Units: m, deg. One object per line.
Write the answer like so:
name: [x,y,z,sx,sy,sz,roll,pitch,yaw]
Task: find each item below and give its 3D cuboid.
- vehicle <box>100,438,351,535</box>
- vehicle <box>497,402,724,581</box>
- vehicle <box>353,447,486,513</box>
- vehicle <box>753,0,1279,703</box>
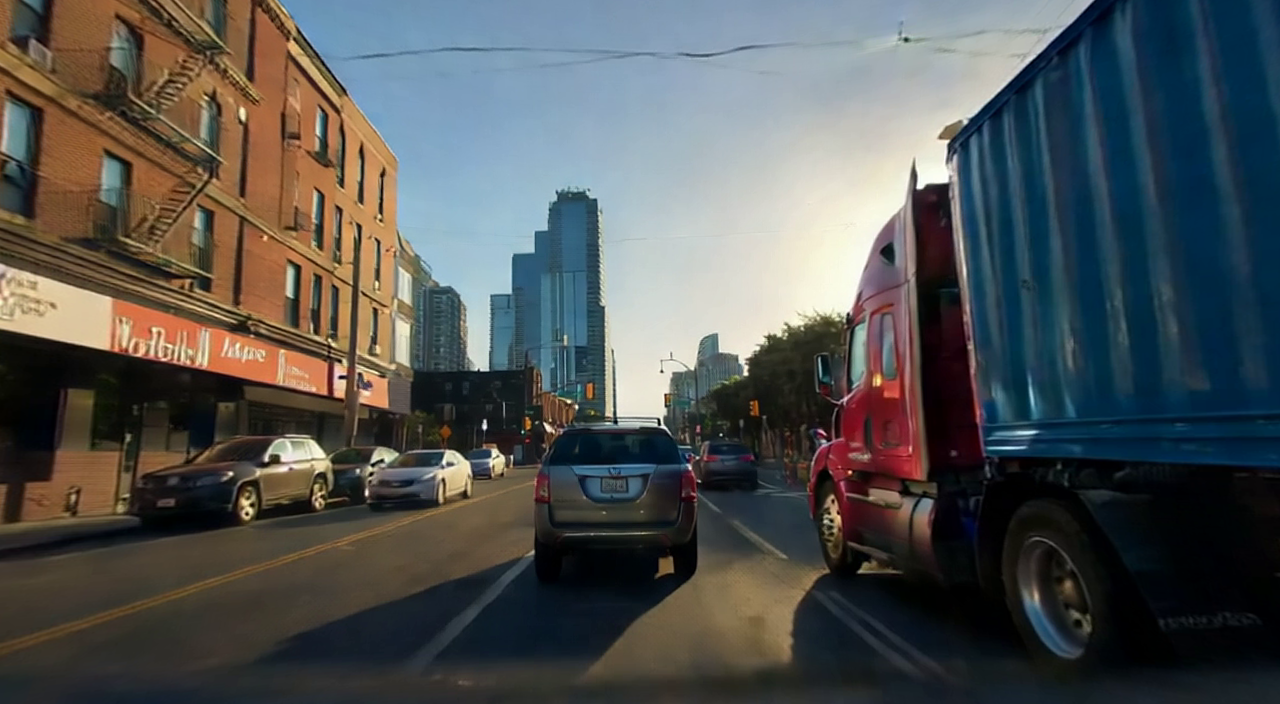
vehicle: [-8.846,2.863,14.282,2.065,1.758,5.144,-1,-8,2]
vehicle: [-0.279,1.743,8.710,2.283,1.783,4.548,0,-8,1]
vehicle: [-5.700,3.319,17.005,1.997,1.467,4.373,-1,-8,0]
vehicle: [2.913,-0.010,2.891,2.913,3.771,9.716,0,-8,0]
